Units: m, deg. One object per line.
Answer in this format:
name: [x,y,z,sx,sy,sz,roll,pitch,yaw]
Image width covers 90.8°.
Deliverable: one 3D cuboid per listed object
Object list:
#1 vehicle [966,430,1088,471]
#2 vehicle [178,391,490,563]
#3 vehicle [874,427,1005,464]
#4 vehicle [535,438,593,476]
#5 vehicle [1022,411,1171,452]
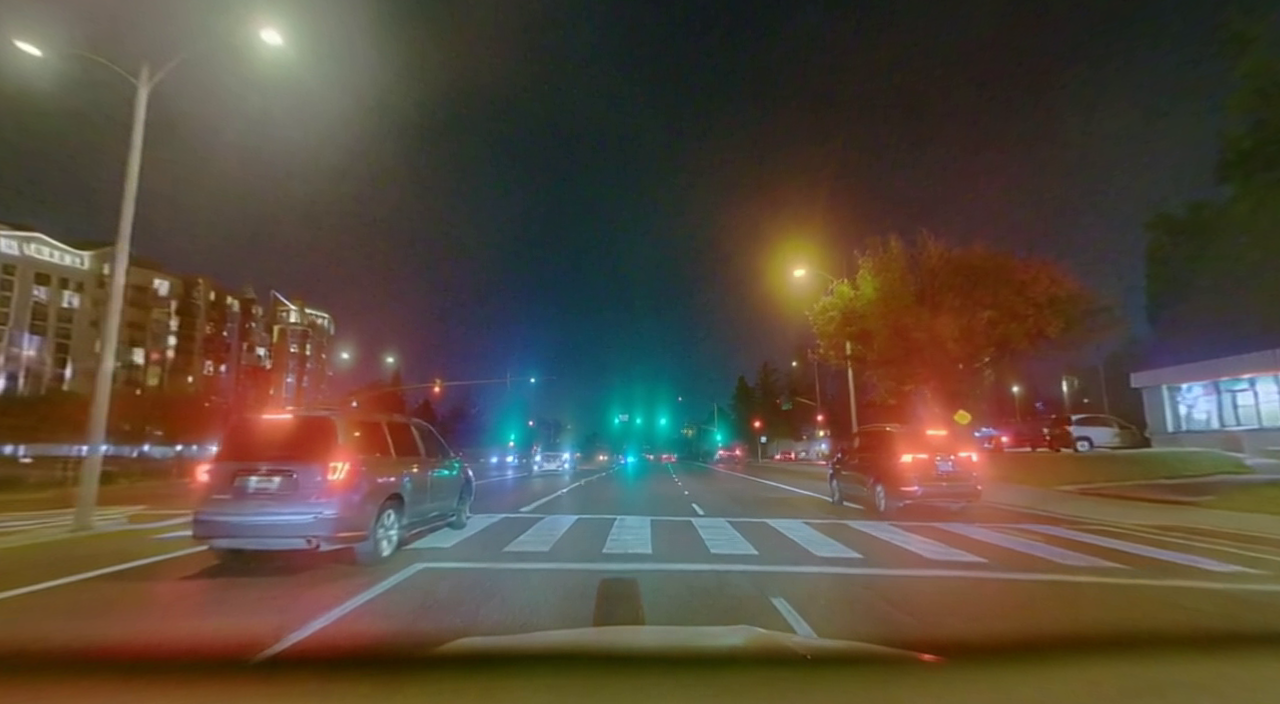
vehicle: [14.681,3.784,24.338,1.865,1.425,4.439,0,-9,0]
vehicle: [-3.980,1.754,9.532,2.220,1.888,4.904,0,-9,0]
vehicle: [15.482,4.868,32.923,5.618,1.857,2.296,0,-9,-2]
vehicle: [-3.555,5.044,30.508,2.180,1.699,4.485,0,-9,1]
vehicle: [23.050,4.080,32.106,5.656,1.985,2.187,-1,-9,3]
